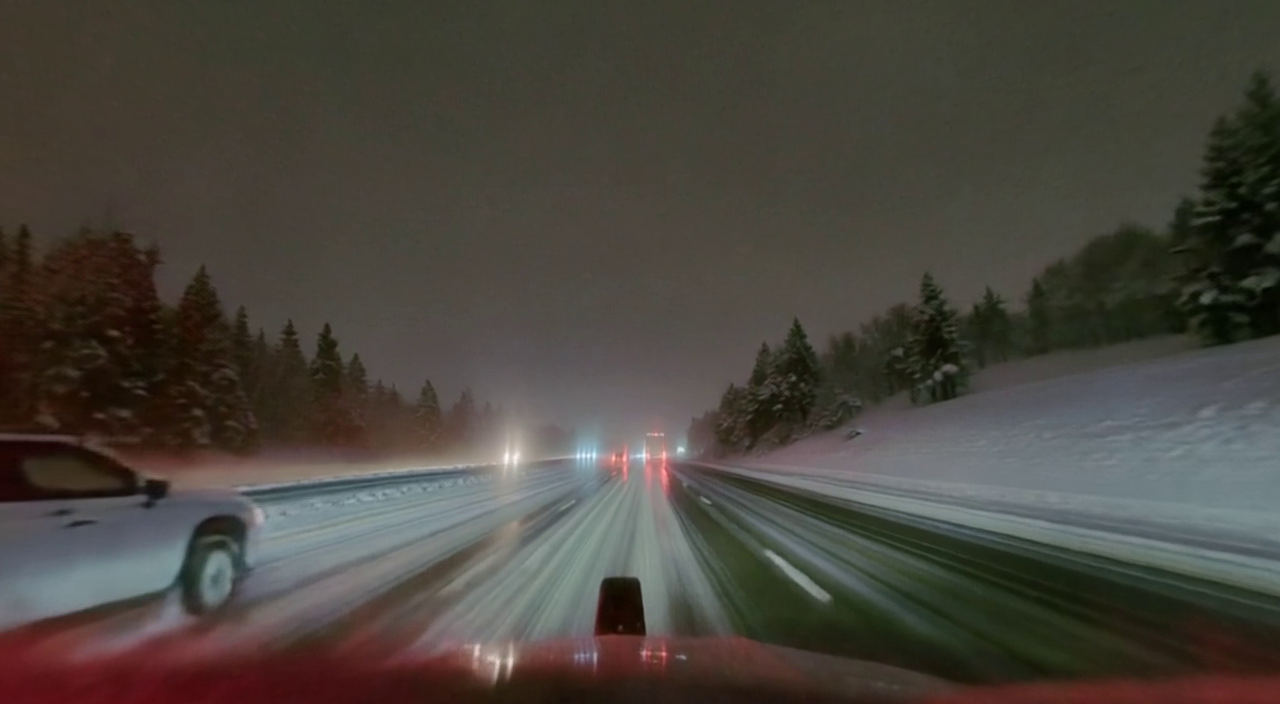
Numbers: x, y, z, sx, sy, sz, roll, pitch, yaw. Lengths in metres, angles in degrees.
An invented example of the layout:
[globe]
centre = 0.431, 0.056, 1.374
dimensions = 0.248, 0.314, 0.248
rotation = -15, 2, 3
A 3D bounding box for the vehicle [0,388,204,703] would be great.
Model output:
[vehicle]
centre = -4.158, 0.881, 2.434
dimensions = 2.035, 1.595, 4.022
rotation = 0, -9, 0
